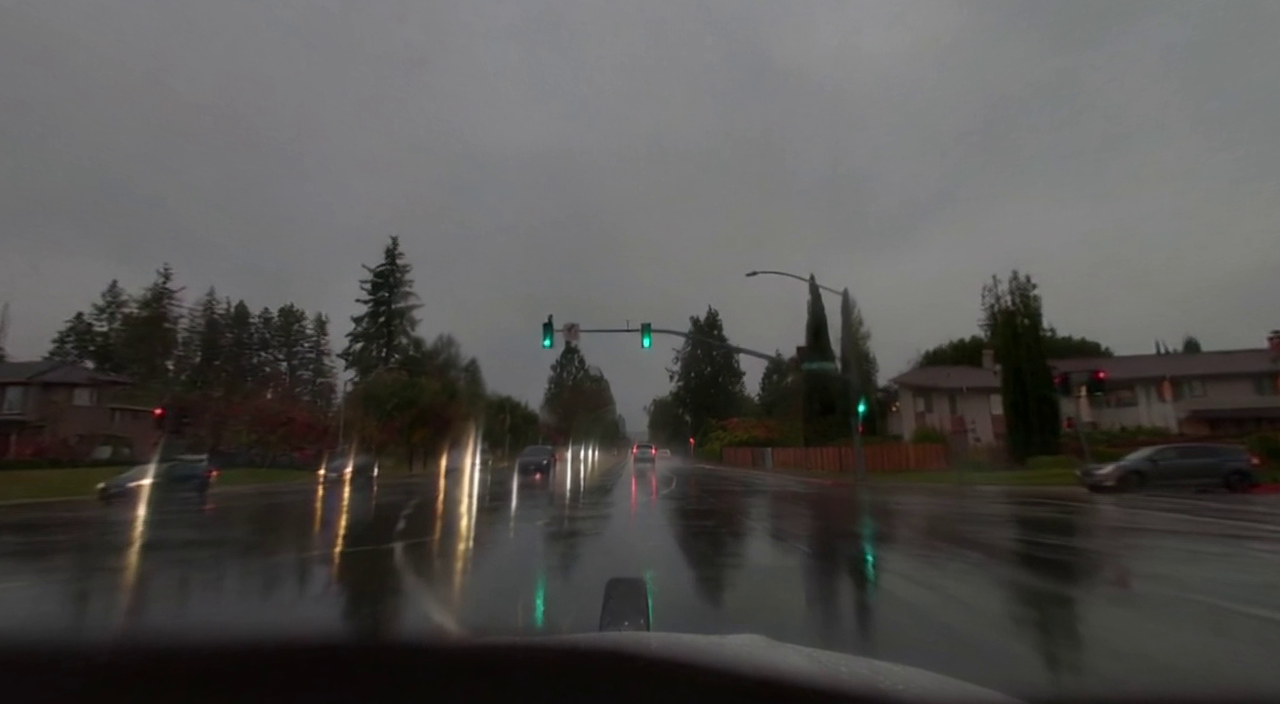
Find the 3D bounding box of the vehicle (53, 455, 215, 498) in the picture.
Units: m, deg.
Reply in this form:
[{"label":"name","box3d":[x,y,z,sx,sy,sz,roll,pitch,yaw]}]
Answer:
[{"label":"vehicle","box3d":[-20.704,5.085,26.102,2.164,1.556,4.678,-3,-10,18]}]

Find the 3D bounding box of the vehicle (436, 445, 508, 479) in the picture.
[{"label":"vehicle","box3d":[-7.809,5.164,29.762,2.154,1.499,4.461,0,-9,0]}]

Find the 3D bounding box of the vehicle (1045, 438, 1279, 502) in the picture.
[{"label":"vehicle","box3d":[15.014,3.388,18.379,4.732,1.713,2.257,0,-9,4]}]

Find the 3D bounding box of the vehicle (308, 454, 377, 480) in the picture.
[{"label":"vehicle","box3d":[-18.241,7.030,38.917,1.915,1.477,4.411,0,-9,3]}]

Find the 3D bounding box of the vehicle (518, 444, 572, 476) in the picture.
[{"label":"vehicle","box3d":[-4.753,5.485,32.199,1.994,1.494,4.599,0,-9,1]}]

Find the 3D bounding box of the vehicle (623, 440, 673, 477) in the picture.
[{"label":"vehicle","box3d":[0.397,5.510,32.752,2.437,1.737,4.420,0,-9,0]}]
